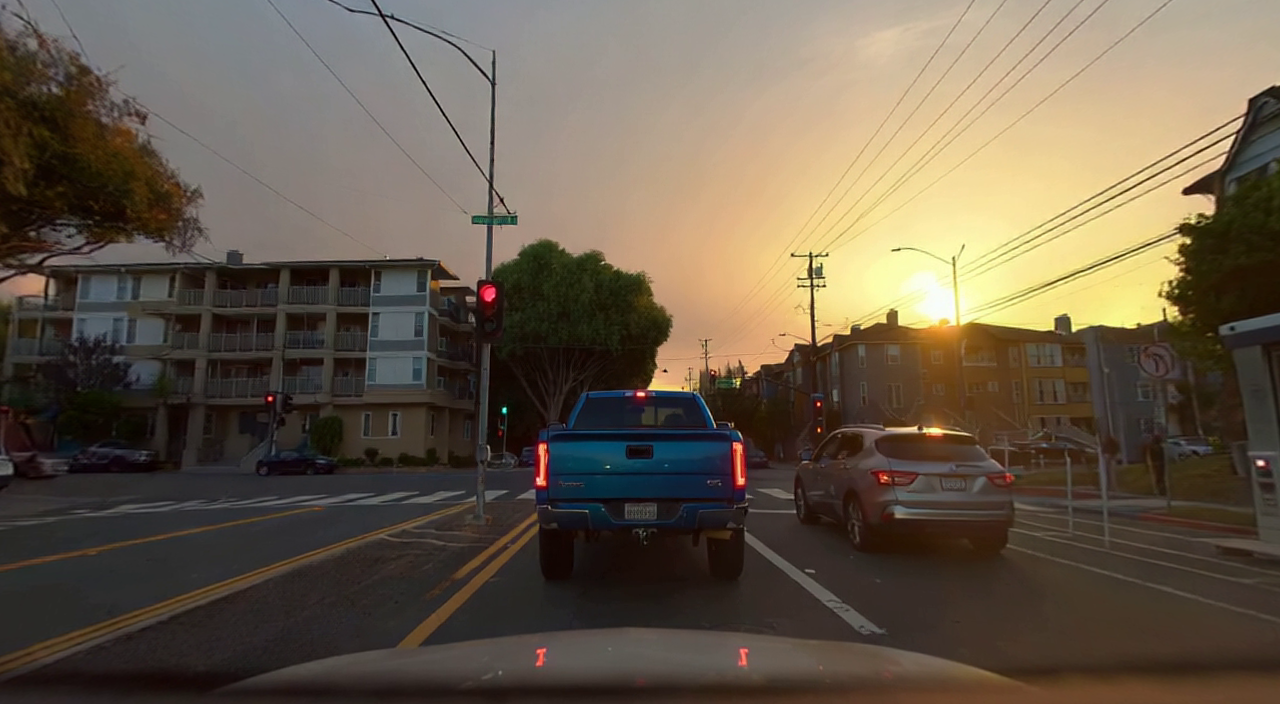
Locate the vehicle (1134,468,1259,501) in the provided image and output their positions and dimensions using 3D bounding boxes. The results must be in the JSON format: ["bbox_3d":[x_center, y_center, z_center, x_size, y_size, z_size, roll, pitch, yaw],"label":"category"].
[{"bbox_3d":[26.373,6.279,29.980,4.071,1.388,1.884,0,-8,1],"label":"vehicle"}]

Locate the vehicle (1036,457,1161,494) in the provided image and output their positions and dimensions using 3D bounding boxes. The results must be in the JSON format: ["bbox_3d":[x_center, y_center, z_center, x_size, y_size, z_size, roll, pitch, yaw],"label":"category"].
[{"bbox_3d":[21.844,5.876,30.159,4.498,1.618,1.843,0,-8,0],"label":"vehicle"}]

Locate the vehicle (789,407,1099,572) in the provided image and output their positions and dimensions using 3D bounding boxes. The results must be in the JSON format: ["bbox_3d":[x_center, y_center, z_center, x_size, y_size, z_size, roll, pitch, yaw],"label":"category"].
[{"bbox_3d":[3.845,1.837,9.236,2.131,1.759,4.762,0,-8,0],"label":"vehicle"}]

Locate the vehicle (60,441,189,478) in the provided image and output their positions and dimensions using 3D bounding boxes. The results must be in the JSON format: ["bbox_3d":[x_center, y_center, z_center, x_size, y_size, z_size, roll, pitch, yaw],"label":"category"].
[{"bbox_3d":[-24.852,5.163,30.477,4.563,1.692,1.778,0,-8,-1],"label":"vehicle"}]

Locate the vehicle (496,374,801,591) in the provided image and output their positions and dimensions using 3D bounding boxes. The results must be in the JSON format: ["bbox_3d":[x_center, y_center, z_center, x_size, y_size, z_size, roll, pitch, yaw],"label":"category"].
[{"bbox_3d":[0.109,1.550,8.304,2.738,1.959,5.070,0,-8,1],"label":"vehicle"}]
